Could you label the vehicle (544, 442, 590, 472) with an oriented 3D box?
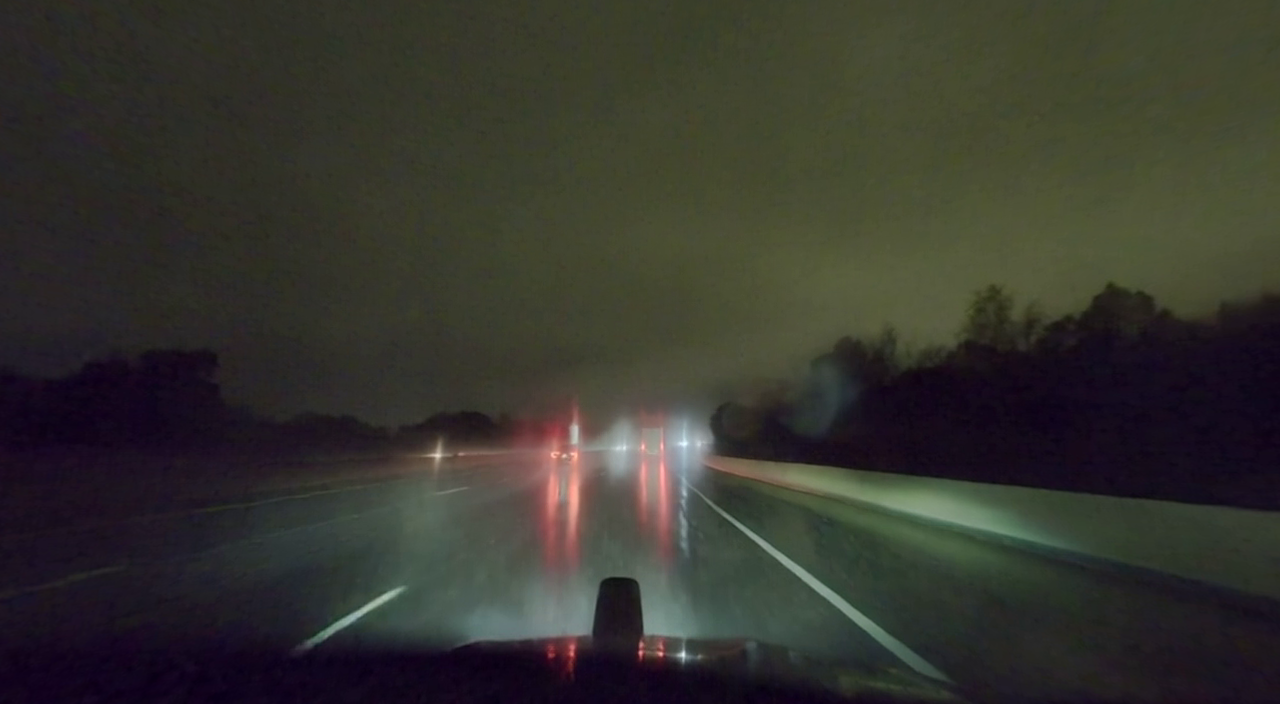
[{"bbox_3d":[-4.090,6.005,36.064,1.961,1.540,4.487,-1,-9,2],"label":"vehicle"}]
